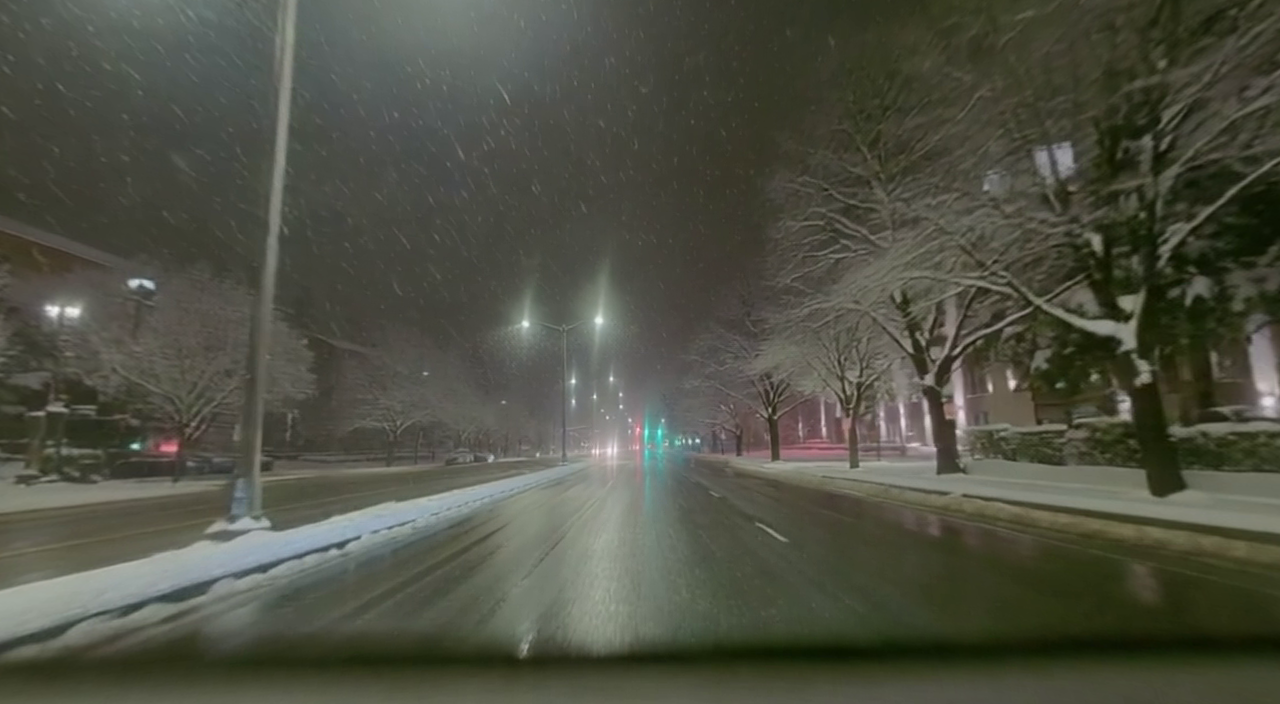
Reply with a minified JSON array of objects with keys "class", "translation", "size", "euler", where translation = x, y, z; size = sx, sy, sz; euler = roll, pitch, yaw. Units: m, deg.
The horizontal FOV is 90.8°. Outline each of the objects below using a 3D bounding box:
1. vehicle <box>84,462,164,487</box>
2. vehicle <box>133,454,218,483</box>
[{"class":"vehicle","translation":[-34.480,8.155,42.367],"size":[1.569,1.422,4.542],"euler":[0,-8,0]},{"class":"vehicle","translation":[-31.657,7.921,43.270],"size":[2.034,1.818,4.855],"euler":[0,-9,2]}]
